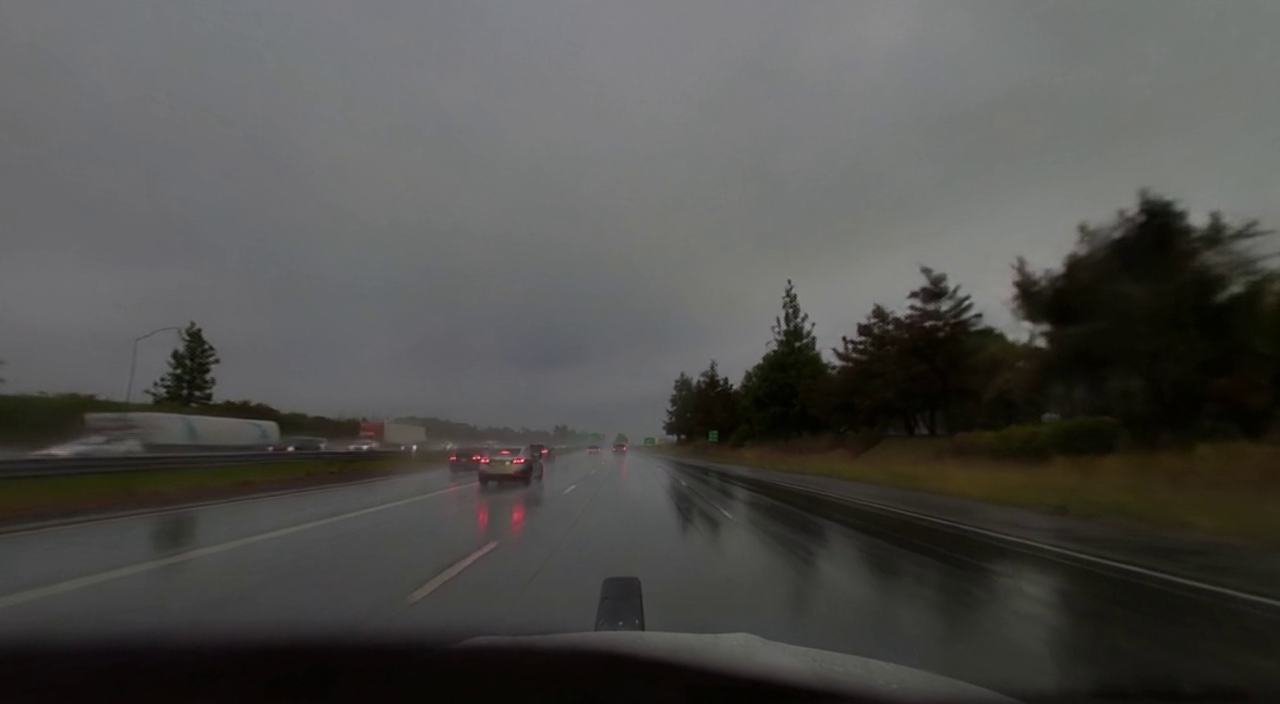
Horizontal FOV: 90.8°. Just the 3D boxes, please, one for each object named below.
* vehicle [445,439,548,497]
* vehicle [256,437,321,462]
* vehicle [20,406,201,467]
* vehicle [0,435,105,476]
[{"bbox_3d":[-4.145,3.429,19.130,2.073,1.516,4.478,0,-9,0],"label":"vehicle"},{"bbox_3d":[-25.481,7.106,45.998,2.068,1.700,4.741,0,-9,-1],"label":"vehicle"},{"bbox_3d":[-32.892,5.422,40.079,3.205,3.371,9.610,0,-9,-1],"label":"vehicle"},{"bbox_3d":[-24.819,4.207,25.844,1.840,1.483,4.590,0,-9,-1],"label":"vehicle"}]
